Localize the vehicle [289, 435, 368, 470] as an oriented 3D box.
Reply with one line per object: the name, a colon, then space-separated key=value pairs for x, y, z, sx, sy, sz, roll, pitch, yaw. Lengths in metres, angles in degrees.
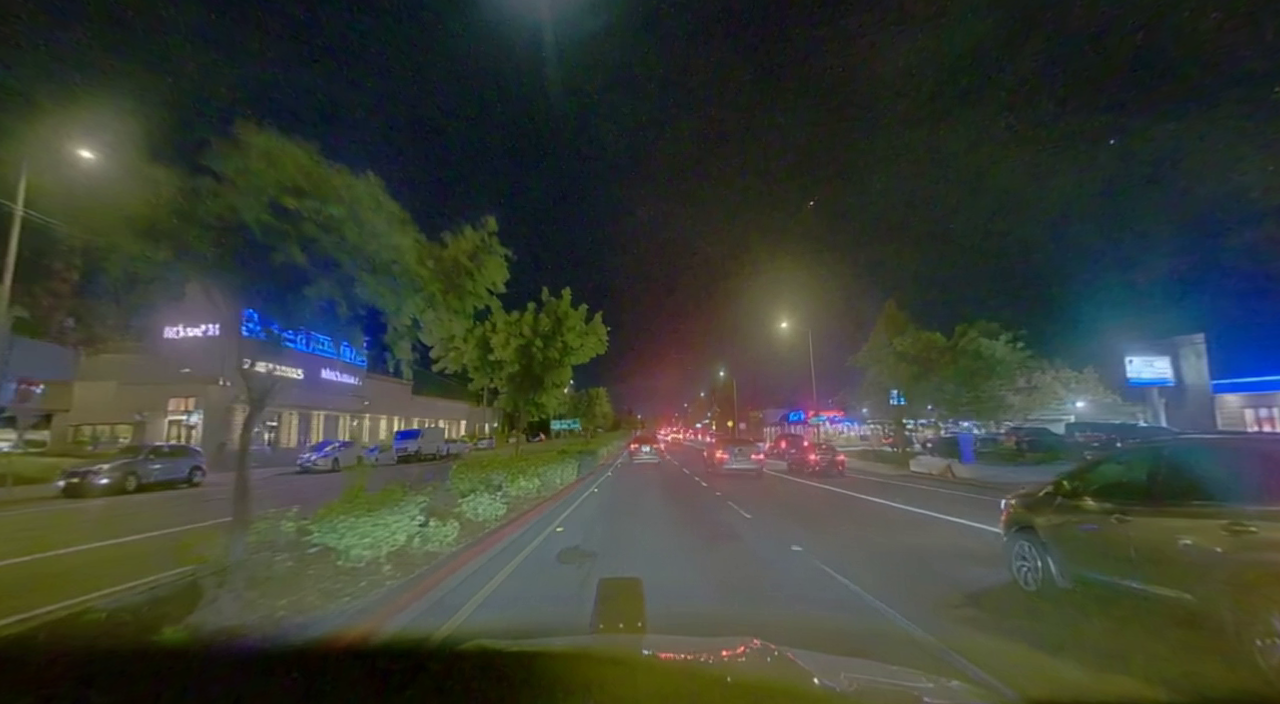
vehicle: x=-19.078 y=6.179 z=38.775 sx=2.286 sy=1.968 sz=5.350 roll=0 pitch=-8 yaw=-2

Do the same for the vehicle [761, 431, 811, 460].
vehicle: x=10.491 y=6.771 z=45.695 sx=2.318 sy=1.974 sz=5.282 roll=0 pitch=-8 yaw=-1

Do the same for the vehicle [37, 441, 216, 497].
vehicle: x=-18.985 y=4.288 z=23.699 sx=1.959 sy=1.836 sz=5.490 roll=0 pitch=-8 yaw=2

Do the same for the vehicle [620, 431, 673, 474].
vehicle: x=0.268 y=4.210 z=26.443 sx=2.098 sy=1.682 sz=3.778 roll=0 pitch=-8 yaw=1

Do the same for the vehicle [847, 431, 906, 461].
vehicle: x=15.304 y=6.111 z=40.970 sx=2.012 sy=1.817 sz=4.970 roll=0 pitch=-8 yaw=1

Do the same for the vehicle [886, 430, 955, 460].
vehicle: x=17.927 y=5.981 z=40.477 sx=1.972 sy=1.774 sz=5.319 roll=0 pitch=-8 yaw=0

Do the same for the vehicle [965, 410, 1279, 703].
vehicle: x=3.816 y=1.052 z=3.180 sx=1.908 sy=1.463 sz=4.506 roll=0 pitch=-8 yaw=0

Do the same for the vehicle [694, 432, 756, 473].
vehicle: x=3.663 y=4.435 z=27.932 sx=2.115 sy=1.692 sz=4.189 roll=0 pitch=-8 yaw=-1
